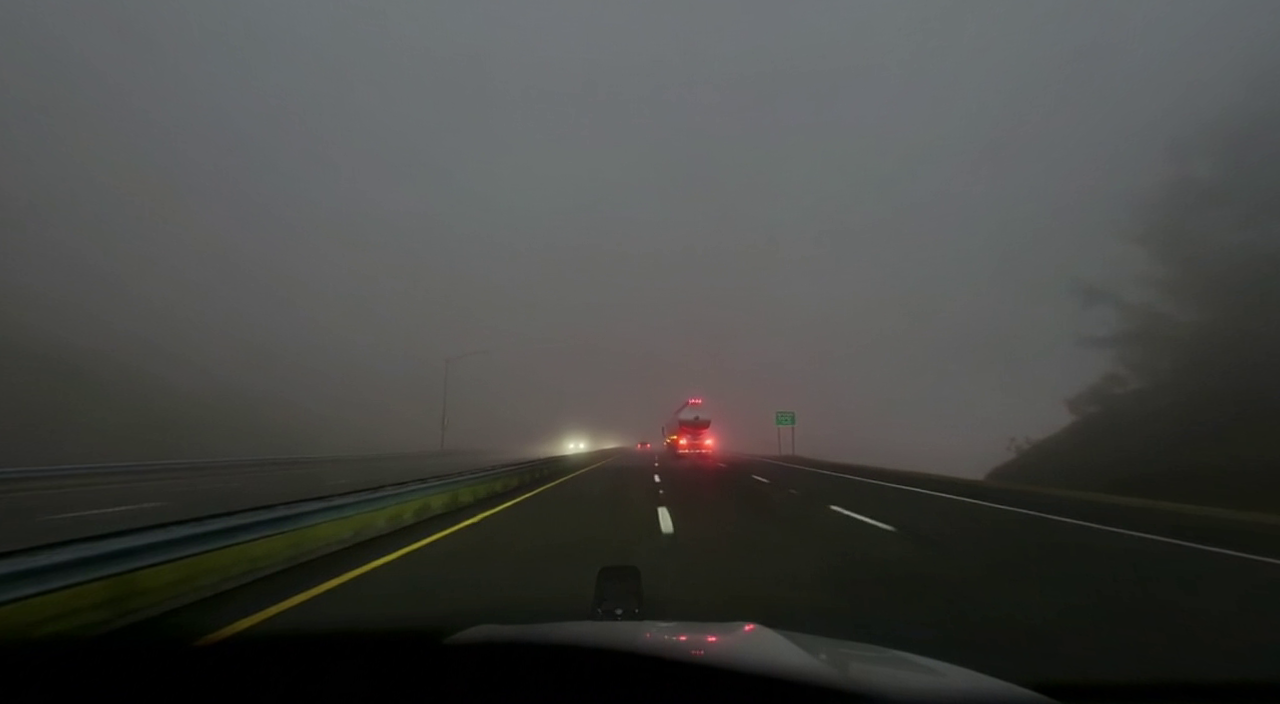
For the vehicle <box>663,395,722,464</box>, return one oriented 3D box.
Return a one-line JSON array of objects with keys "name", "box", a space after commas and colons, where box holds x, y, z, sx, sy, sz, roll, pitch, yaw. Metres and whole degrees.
[{"name": "vehicle", "box": [3.059, 5.034, 40.157, 2.946, 3.745, 11.516, 0, -8, 1]}]
